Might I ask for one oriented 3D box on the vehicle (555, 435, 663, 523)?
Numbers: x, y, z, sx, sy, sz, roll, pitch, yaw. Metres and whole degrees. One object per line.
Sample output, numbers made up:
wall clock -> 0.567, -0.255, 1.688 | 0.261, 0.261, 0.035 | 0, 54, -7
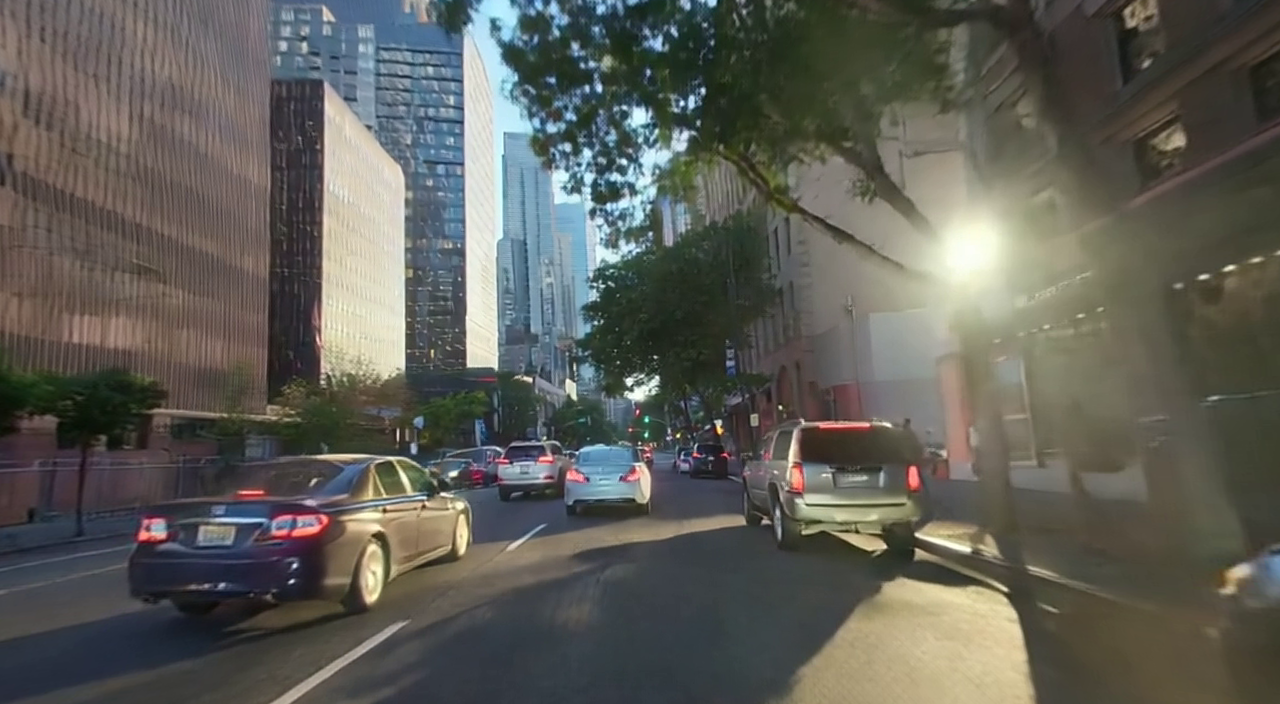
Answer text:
vehicle -> -0.530, 2.736, 14.153 | 2.076, 1.667, 3.948 | -1, -8, 2

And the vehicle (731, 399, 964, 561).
vehicle -> 2.866, 1.920, 10.185 | 2.352, 1.953, 4.798 | -1, -8, 4

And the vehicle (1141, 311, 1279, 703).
vehicle -> 3.187, 0.473, 0.431 | 1.971, 1.749, 4.564 | 0, -8, 1

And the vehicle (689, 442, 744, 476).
vehicle -> 3.533, 4.984, 29.863 | 2.065, 1.461, 4.181 | 0, -8, 0

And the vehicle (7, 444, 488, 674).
vehicle -> -3.139, 1.688, 6.414 | 1.940, 1.481, 4.376 | -1, -8, 2

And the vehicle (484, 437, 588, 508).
vehicle -> -2.905, 3.486, 18.798 | 2.000, 1.818, 4.668 | -1, -8, 4
